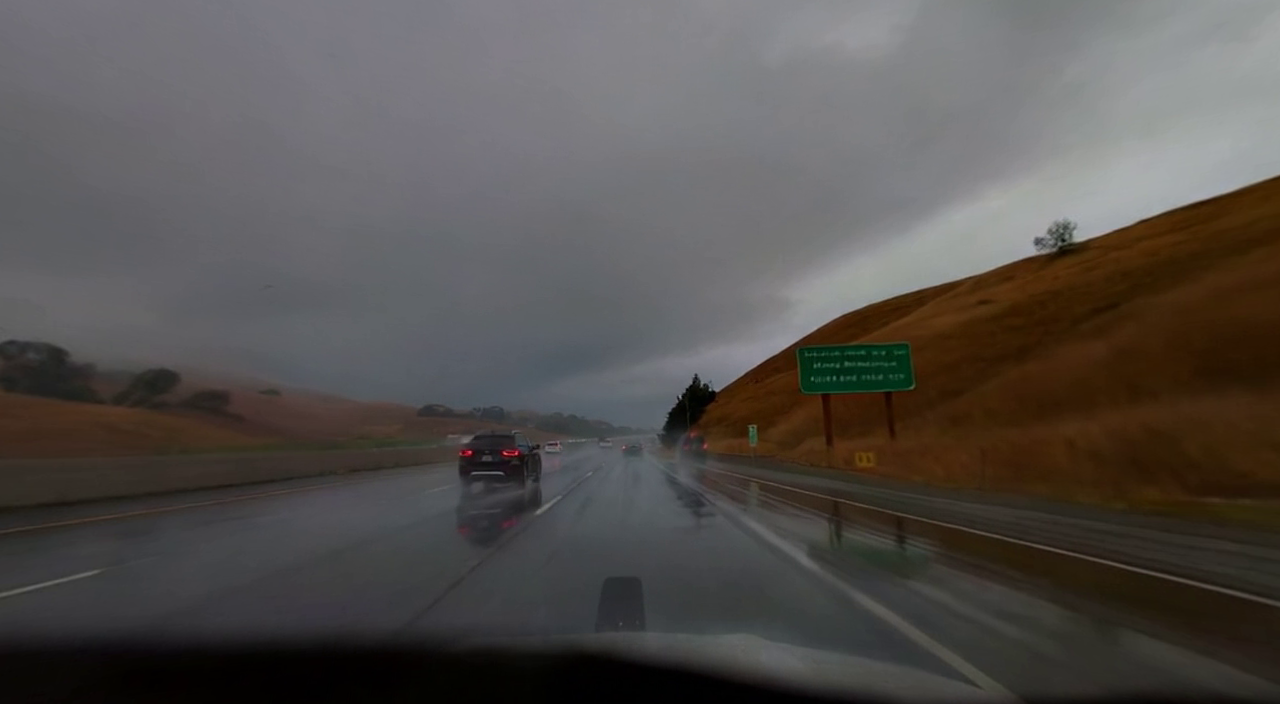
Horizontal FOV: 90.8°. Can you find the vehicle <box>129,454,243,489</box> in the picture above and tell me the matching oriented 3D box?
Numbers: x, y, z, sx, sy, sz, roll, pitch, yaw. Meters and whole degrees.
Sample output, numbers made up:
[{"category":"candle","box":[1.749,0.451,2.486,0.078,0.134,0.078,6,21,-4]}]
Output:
[{"category":"vehicle","box":[-21.771,5.712,30.602,2.019,1.496,4.681,0,-8,1]}]

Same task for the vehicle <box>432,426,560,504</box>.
[{"category":"vehicle","box":[-3.478,2.846,16.303,2.166,1.700,4.661,0,-8,0]}]

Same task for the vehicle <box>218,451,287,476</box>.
[{"category":"vehicle","box":[-25.507,7.339,41.796,1.761,1.453,4.415,0,-8,1]}]

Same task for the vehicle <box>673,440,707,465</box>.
[{"category":"vehicle","box":[3.787,7.773,49.028,2.164,1.788,4.500,0,-8,-1]}]

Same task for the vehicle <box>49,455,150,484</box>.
[{"category":"vehicle","box":[-30.342,6.570,35.654,1.904,1.463,4.422,0,-8,-2]}]
